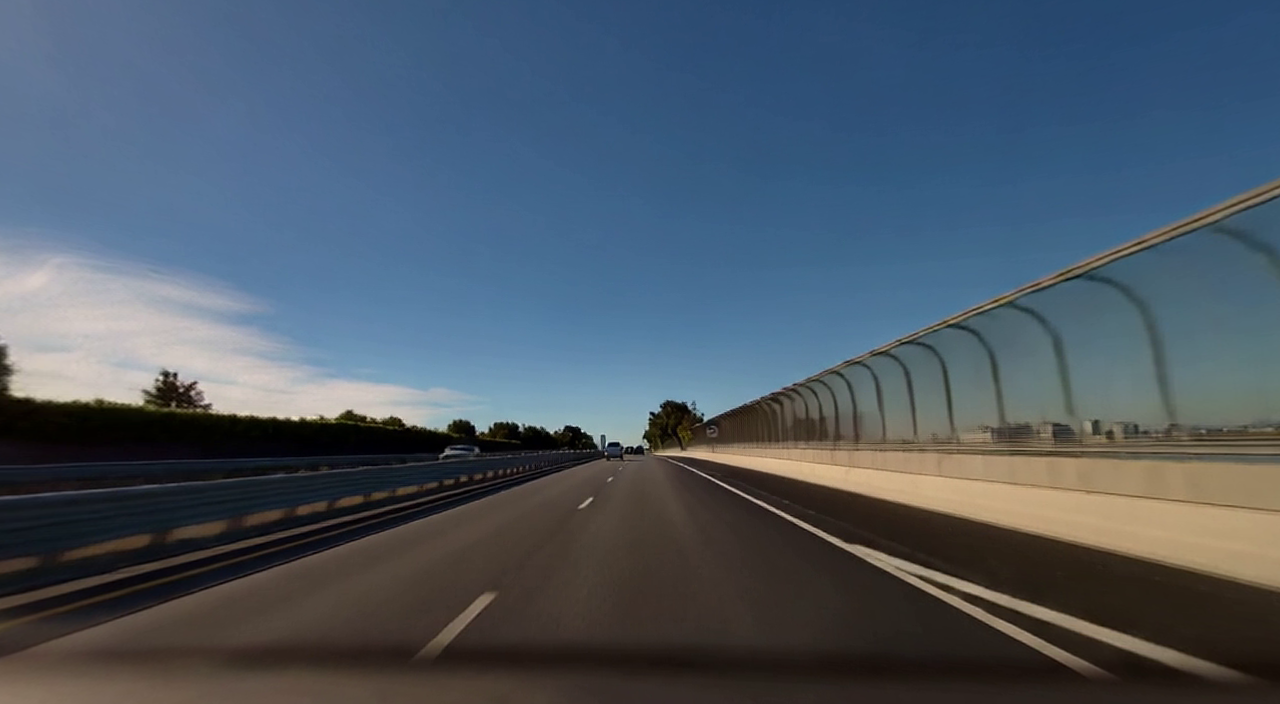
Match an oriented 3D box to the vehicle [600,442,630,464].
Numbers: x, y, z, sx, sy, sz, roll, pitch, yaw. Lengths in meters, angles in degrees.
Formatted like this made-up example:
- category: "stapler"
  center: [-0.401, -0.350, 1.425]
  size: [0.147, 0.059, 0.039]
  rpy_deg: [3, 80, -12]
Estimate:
- category: "vehicle"
  center: [-1.782, 7.359, 45.933]
  size: [2.050, 1.530, 4.144]
  rpy_deg: [0, -8, 0]
